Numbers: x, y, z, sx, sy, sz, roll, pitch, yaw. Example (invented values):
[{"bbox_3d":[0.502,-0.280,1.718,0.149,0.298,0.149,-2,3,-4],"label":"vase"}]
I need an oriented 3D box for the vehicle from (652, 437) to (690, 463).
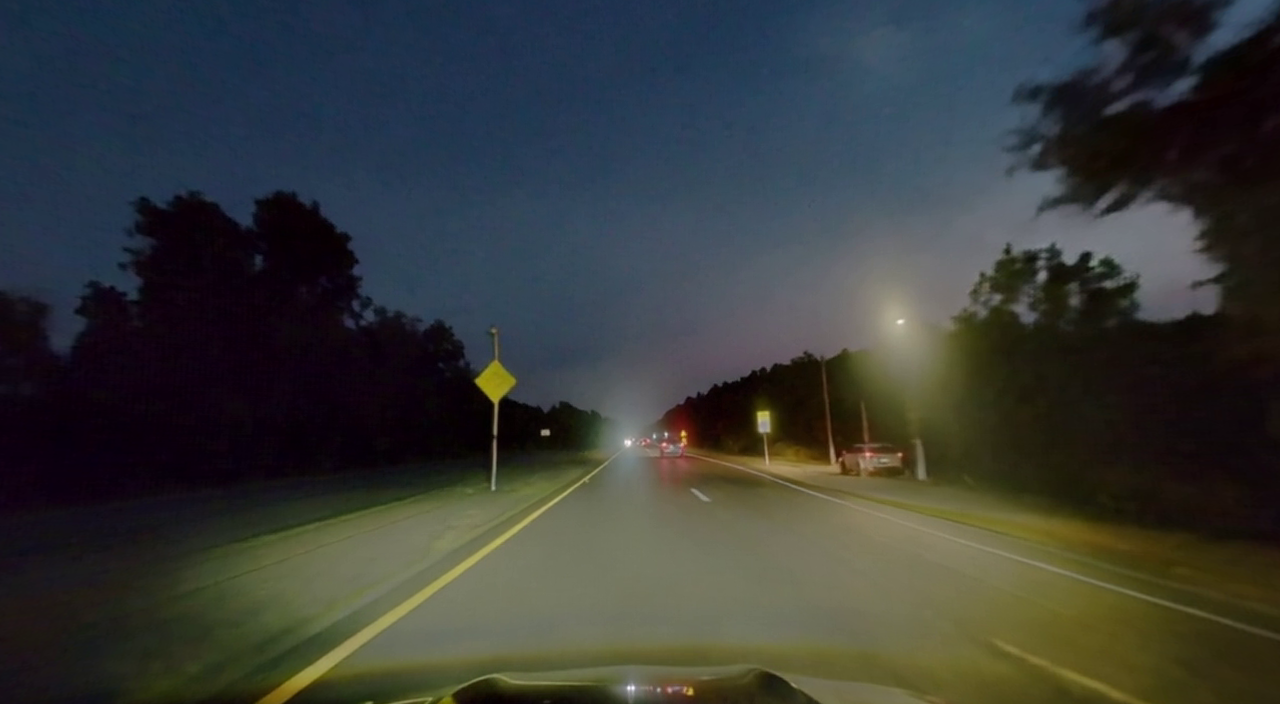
[{"bbox_3d":[2.179,7.067,45.633,2.183,1.744,4.424,1,-9,-4],"label":"vehicle"}]

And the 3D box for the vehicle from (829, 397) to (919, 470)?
[{"bbox_3d":[10.934,3.933,30.065,3.250,3.147,4.411,-2,-9,12],"label":"vehicle"}]
